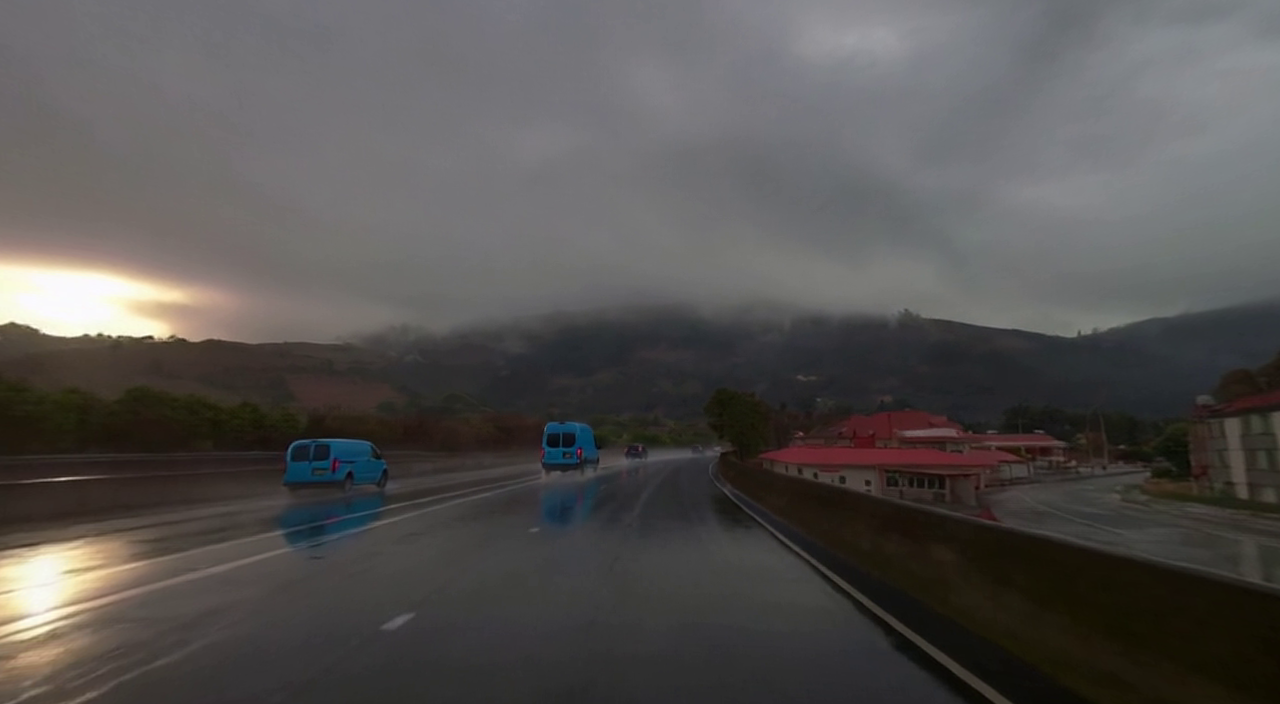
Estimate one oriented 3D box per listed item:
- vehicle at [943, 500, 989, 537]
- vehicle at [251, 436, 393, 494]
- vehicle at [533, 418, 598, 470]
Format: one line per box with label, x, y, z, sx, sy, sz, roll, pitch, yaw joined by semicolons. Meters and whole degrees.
vehicle;21.797;11.143;42.425;1.887;1.776;4.198;-2;-7;16
vehicle;-9.332;3.335;19.041;1.821;1.524;4.342;-1;-8;3
vehicle;-4.162;5.353;36.735;2.314;2.703;6.441;-1;-8;6
